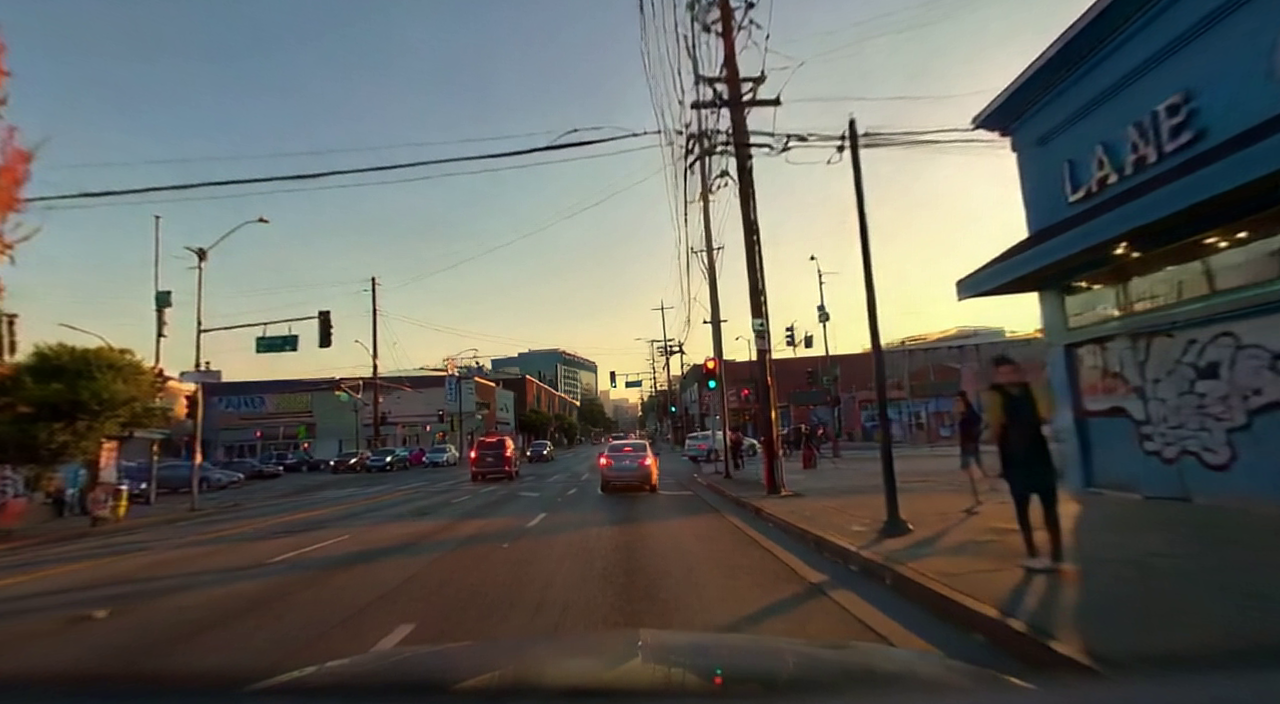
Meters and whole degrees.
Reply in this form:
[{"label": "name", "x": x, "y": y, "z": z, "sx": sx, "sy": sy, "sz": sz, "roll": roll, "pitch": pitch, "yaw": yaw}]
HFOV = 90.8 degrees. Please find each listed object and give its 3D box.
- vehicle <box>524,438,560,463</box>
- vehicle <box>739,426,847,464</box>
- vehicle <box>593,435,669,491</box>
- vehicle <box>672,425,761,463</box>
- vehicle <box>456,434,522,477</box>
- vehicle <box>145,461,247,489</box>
[{"label": "vehicle", "x": -6.186, "y": 6.254, "z": 40.193, "sx": 2.097, "sy": 1.457, "sz": 4.439, "roll": 1, "pitch": -8, "yaw": -8}, {"label": "vehicle", "x": 7.473, "y": 4.551, "z": 31.141, "sx": 4.714, "sy": 1.686, "sz": 1.973, "roll": 0, "pitch": -7, "yaw": -9}, {"label": "vehicle", "x": -0.243, "y": 3.342, "z": 19.386, "sx": 2.059, "sy": 1.497, "sz": 4.260, "roll": 0, "pitch": -8, "yaw": 0}, {"label": "vehicle", "x": 4.074, "y": 4.826, "z": 33.345, "sx": 4.478, "sy": 1.749, "sz": 2.161, "roll": 4, "pitch": -9, "yaw": -42}, {"label": "vehicle", "x": -6.671, "y": 4.609, "z": 28.390, "sx": 2.063, "sy": 1.751, "sz": 4.229, "roll": 0, "pitch": -8, "yaw": -2}, {"label": "vehicle", "x": -26.030, "y": 7.218, "z": 37.149, "sx": 4.479, "sy": 1.484, "sz": 2.036, "roll": 0, "pitch": -8, "yaw": 1}]
